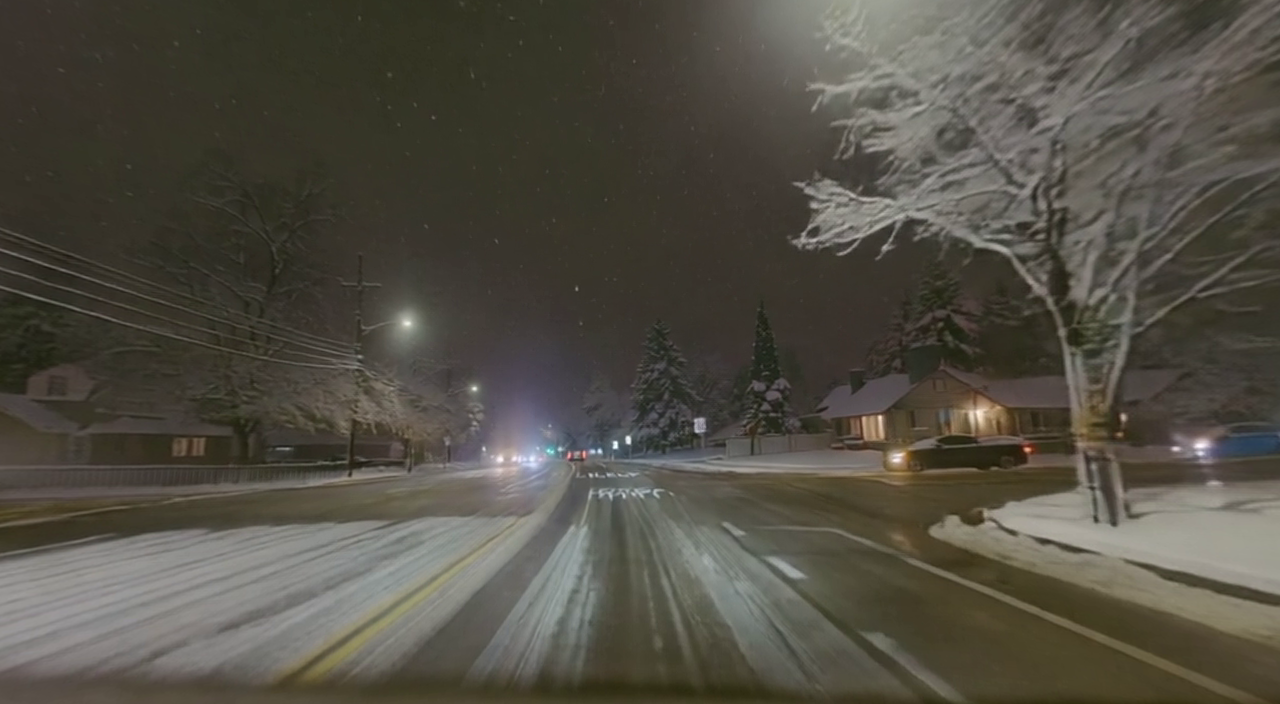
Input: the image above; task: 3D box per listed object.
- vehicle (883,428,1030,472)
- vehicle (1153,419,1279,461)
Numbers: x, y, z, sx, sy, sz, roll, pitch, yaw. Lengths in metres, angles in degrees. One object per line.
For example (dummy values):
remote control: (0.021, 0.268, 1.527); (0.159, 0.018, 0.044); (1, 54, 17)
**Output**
vehicle: (12.401, 3.871, 25.005); (4.702, 1.661, 1.977); (0, -8, 0)
vehicle: (25.663, 3.886, 27.882); (4.266, 1.738, 2.066); (0, -8, -3)
